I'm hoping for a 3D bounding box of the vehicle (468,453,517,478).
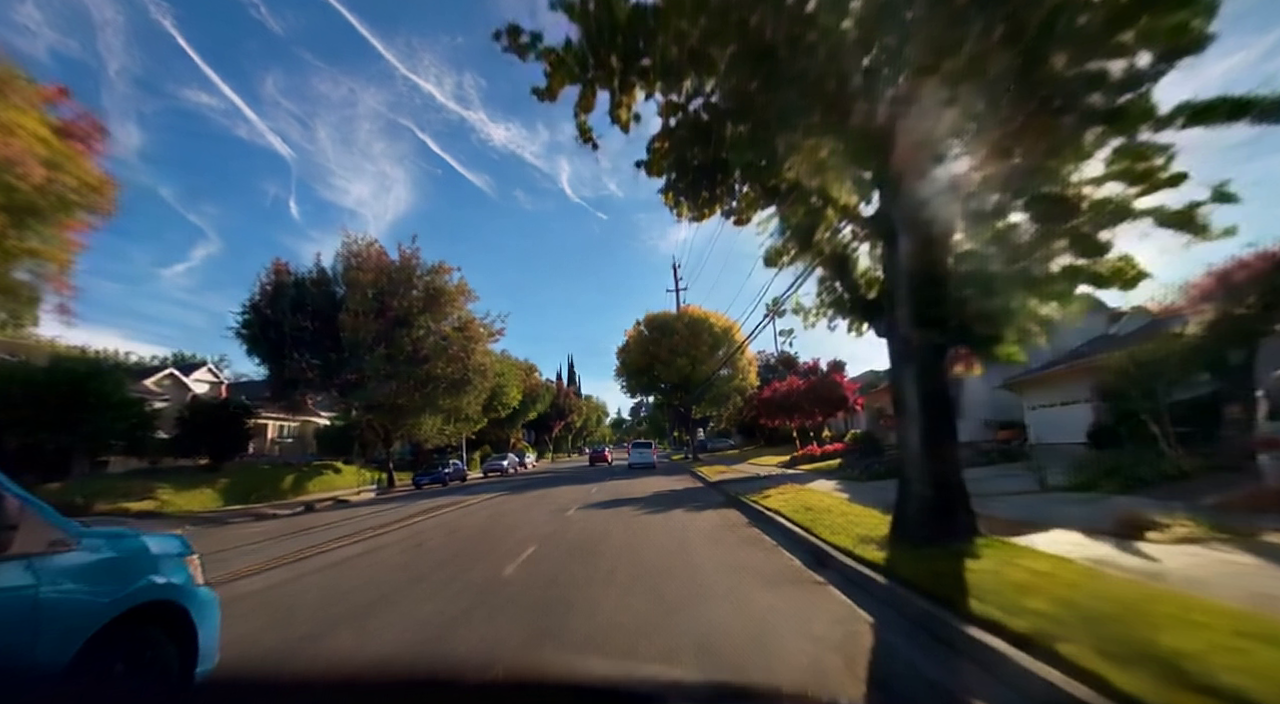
[{"bbox_3d":[-9.614,7.392,41.411,2.068,1.480,4.641,0,-9,0],"label":"vehicle"}]

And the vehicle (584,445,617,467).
[{"bbox_3d":[-2.825,7.579,46.144,1.968,1.472,4.489,-1,-9,2],"label":"vehicle"}]

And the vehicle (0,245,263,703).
[{"bbox_3d":[-3.449,0.487,0.777,2.336,2.152,5.866,0,-9,0],"label":"vehicle"}]

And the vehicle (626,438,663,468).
[{"bbox_3d":[0.286,6.098,38.128,2.120,1.718,3.909,0,-9,0],"label":"vehicle"}]

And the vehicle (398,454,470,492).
[{"bbox_3d":[-9.895,5.822,30.598,1.879,1.494,4.445,-5,-9,1],"label":"vehicle"}]
